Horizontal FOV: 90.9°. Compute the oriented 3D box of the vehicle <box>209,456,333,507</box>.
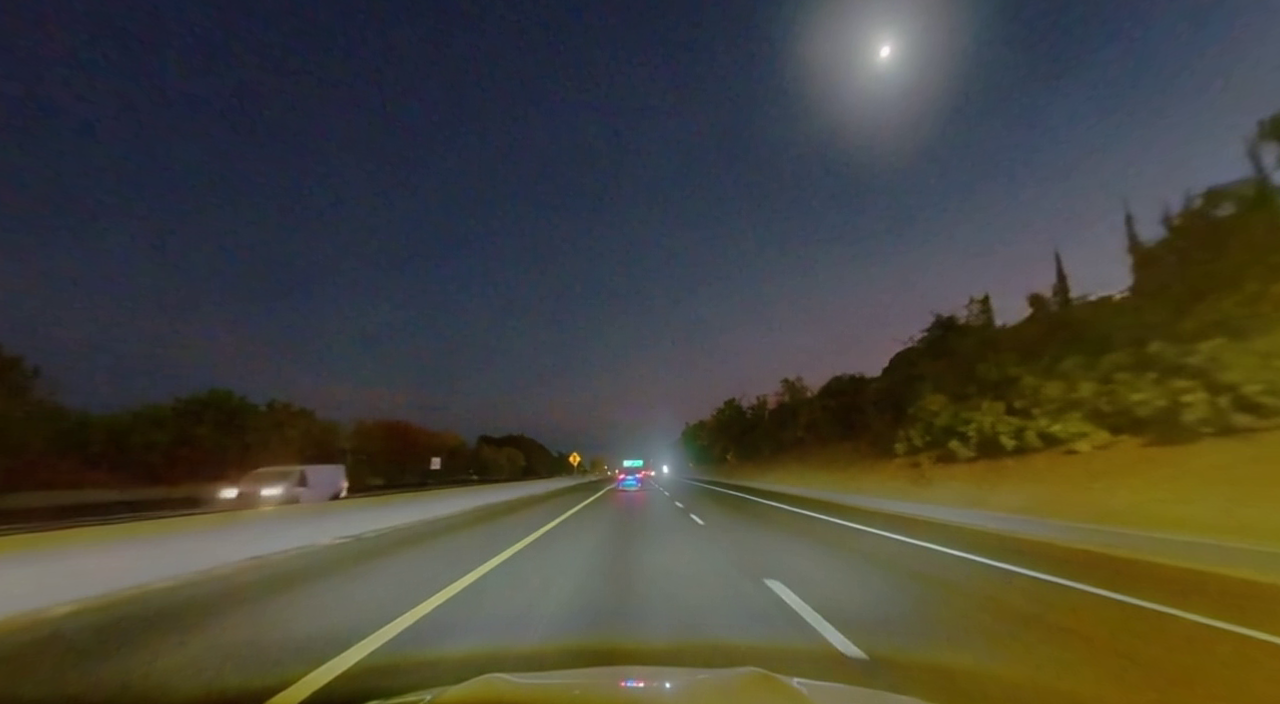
[{"bbox_3d":[-16.237,5.720,28.165,2.389,1.999,4.977,1,-11,1],"label":"vehicle"}]

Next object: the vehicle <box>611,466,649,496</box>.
[{"bbox_3d":[-0.525,7.263,35.645,2.016,1.530,4.009,1,-11,0],"label":"vehicle"}]
